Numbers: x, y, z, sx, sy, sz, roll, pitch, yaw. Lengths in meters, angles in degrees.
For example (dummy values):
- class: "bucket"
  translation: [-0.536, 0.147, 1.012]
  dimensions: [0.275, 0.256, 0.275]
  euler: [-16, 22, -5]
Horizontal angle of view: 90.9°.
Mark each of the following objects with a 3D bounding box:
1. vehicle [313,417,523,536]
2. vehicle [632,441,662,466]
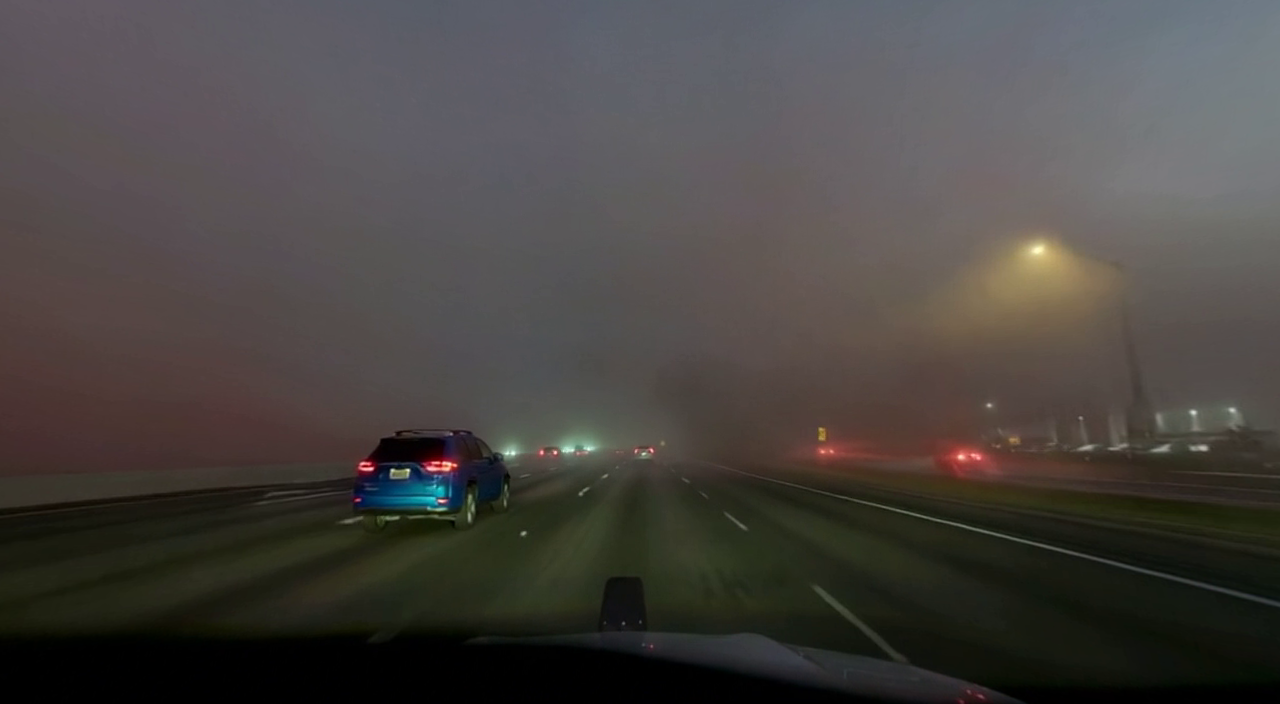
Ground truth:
- class: "vehicle"
  translation: [-3.755, 2.207, 11.750]
  dimensions: [2.214, 1.759, 4.435]
  euler: [-1, -9, 1]
- class: "vehicle"
  translation: [0.459, 7.038, 43.779]
  dimensions: [2.023, 1.589, 4.030]
  euler: [0, -8, 0]
